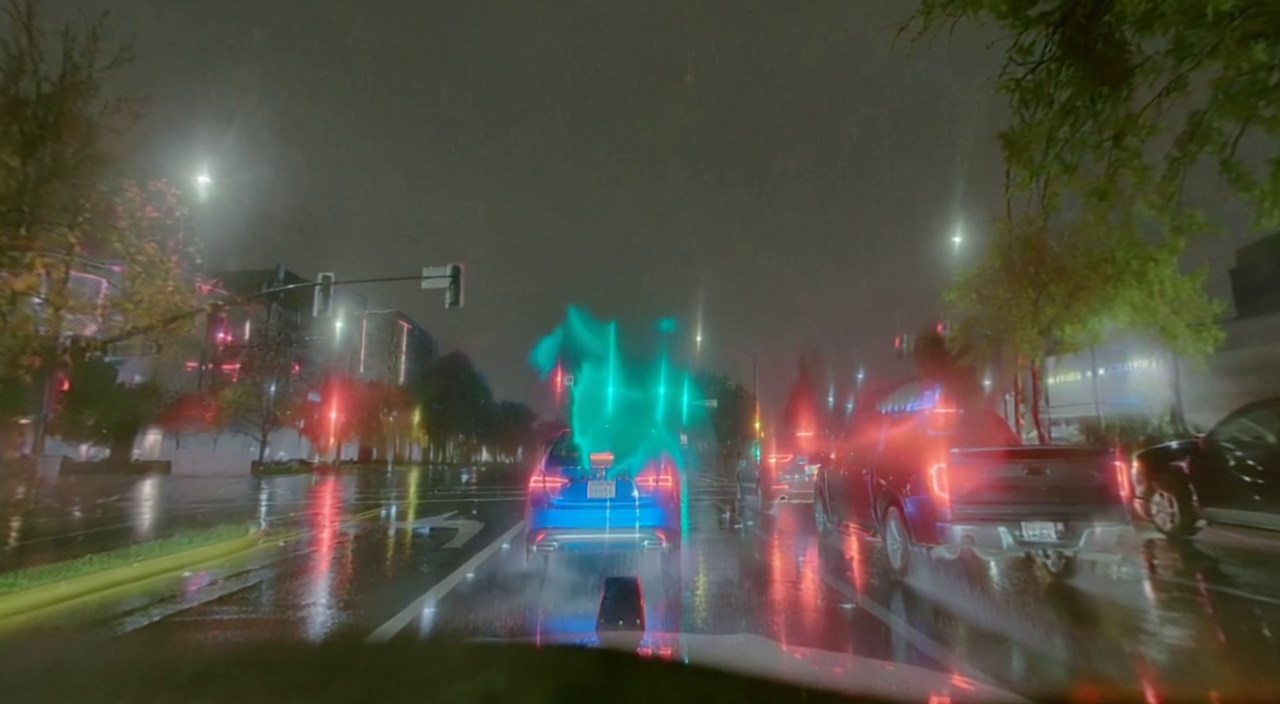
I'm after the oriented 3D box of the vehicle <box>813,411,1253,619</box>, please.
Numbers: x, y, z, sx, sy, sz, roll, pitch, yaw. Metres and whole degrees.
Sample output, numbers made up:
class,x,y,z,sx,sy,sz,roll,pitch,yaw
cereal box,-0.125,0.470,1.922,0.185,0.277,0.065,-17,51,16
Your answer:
class,x,y,z,sx,sy,sz,roll,pitch,yaw
vehicle,3.600,1.568,7.118,1.955,1.550,4.587,0,-8,-1

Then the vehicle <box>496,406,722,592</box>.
class,x,y,z,sx,sy,sz,roll,pitch,yaw
vehicle,-0.274,1.608,7.646,2.037,1.674,3.693,0,-8,0

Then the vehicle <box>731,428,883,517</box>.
class,x,y,z,sx,sy,sz,roll,pitch,yaw
vehicle,3.376,2.529,13.780,2.031,1.626,4.264,0,-8,-1
